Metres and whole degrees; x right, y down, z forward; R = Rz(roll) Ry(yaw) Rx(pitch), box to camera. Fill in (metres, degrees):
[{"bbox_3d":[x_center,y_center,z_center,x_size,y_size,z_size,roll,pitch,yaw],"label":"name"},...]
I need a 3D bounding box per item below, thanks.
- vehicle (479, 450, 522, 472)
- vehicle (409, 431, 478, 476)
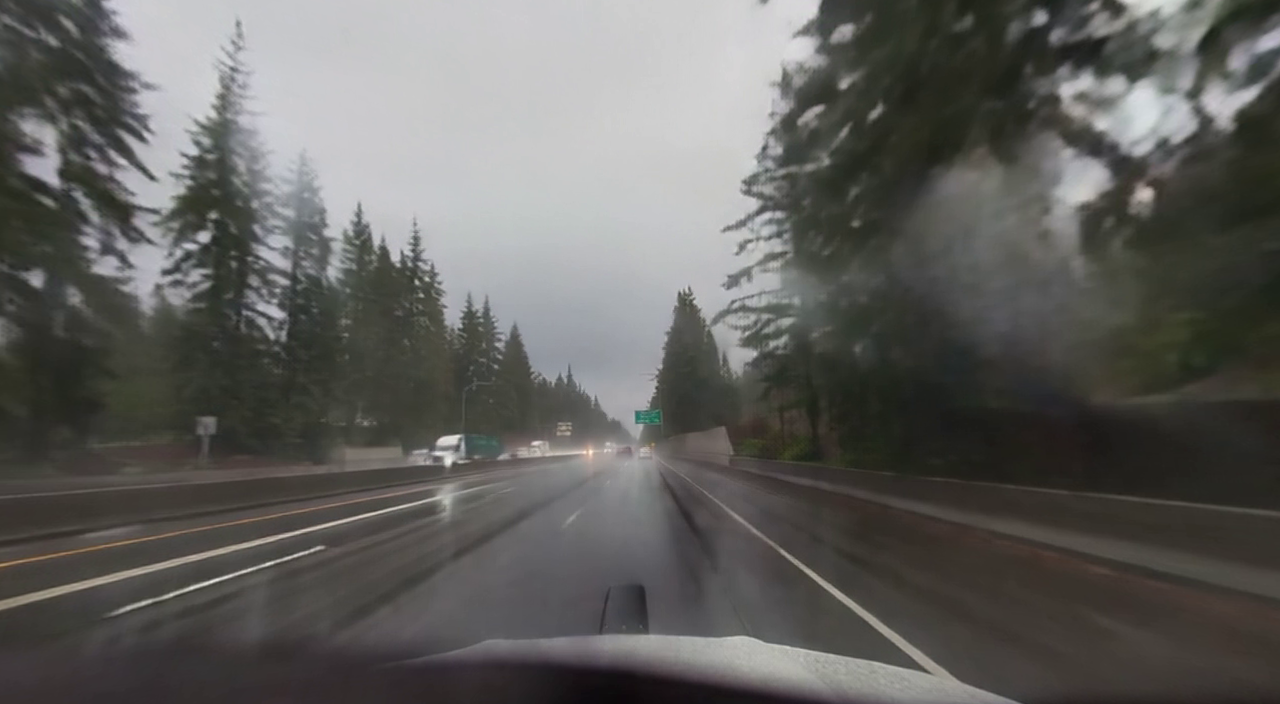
[{"bbox_3d":[-10.780,8.421,49.145,2.129,1.560,4.733,0,-8,2],"label":"vehicle"},{"bbox_3d":[-14.874,7.712,48.346,2.935,3.173,7.113,0,-8,0],"label":"vehicle"}]
